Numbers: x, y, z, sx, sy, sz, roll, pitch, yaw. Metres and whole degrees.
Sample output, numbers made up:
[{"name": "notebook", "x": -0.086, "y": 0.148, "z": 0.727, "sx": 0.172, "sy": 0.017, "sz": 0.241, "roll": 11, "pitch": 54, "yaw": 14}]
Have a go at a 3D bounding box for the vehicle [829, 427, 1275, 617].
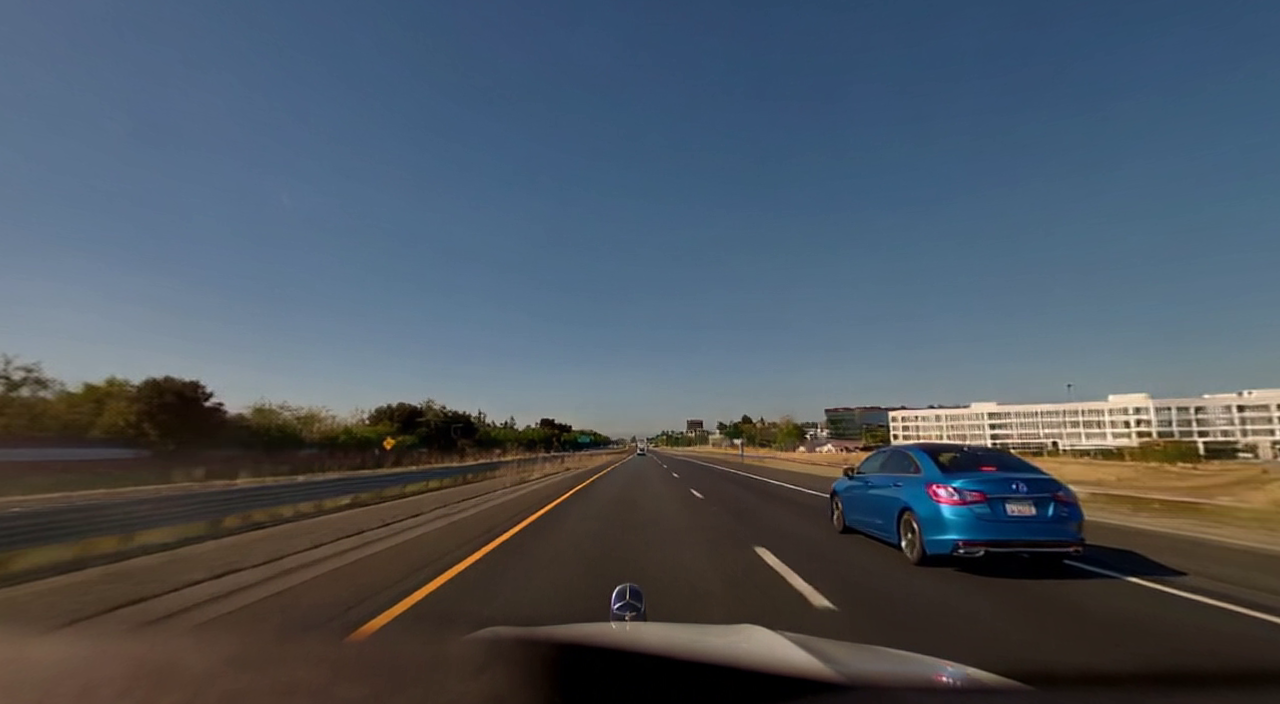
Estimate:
[{"name": "vehicle", "x": 4.028, "y": 1.724, "z": 7.512, "sx": 2.053, "sy": 1.490, "sz": 4.799, "roll": 0, "pitch": -8, "yaw": 0}]
